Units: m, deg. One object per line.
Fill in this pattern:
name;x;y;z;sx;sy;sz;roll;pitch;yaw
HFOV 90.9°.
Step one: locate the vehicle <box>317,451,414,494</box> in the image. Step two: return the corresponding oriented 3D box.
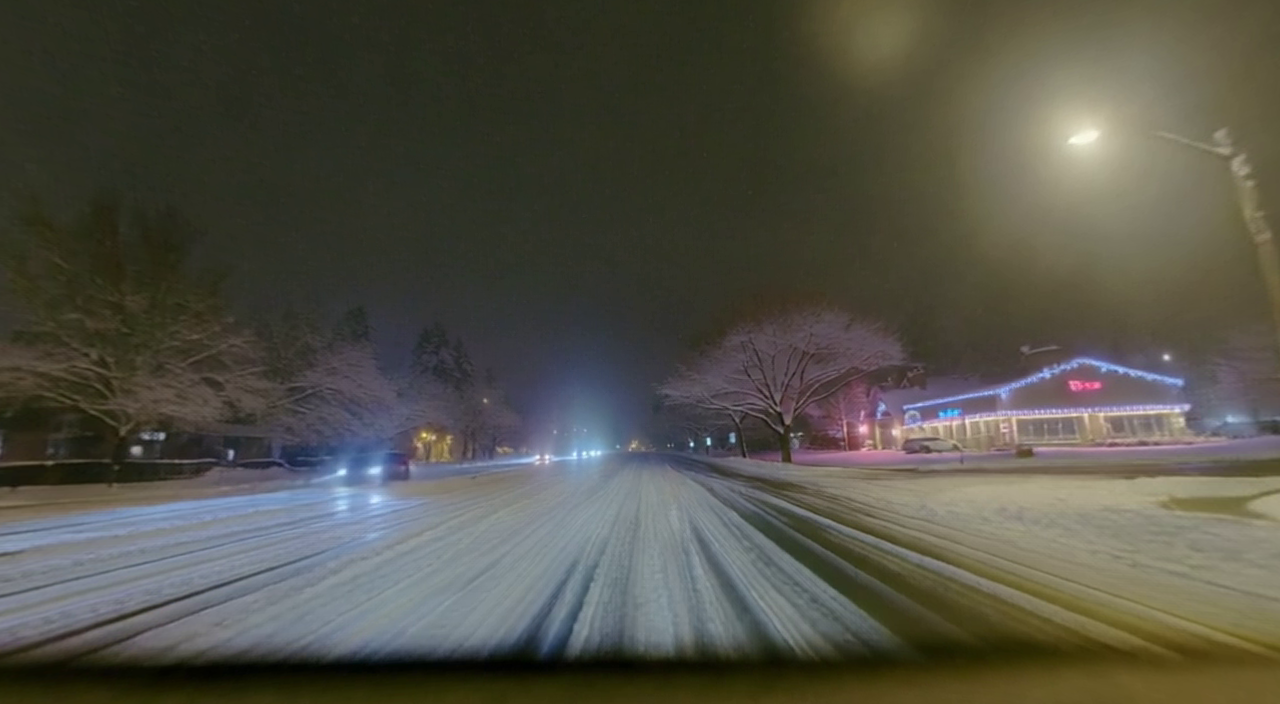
vehicle;-11.463;5.025;26.710;2.033;1.497;4.567;-4;-8;1
